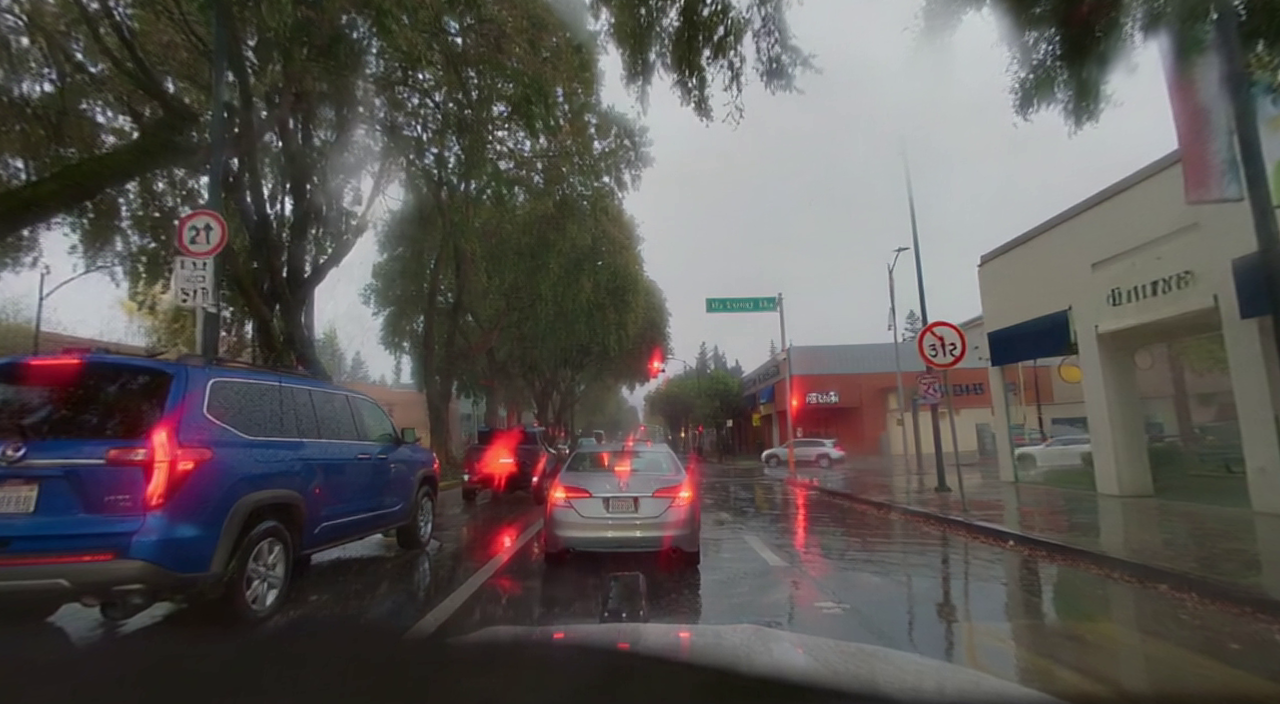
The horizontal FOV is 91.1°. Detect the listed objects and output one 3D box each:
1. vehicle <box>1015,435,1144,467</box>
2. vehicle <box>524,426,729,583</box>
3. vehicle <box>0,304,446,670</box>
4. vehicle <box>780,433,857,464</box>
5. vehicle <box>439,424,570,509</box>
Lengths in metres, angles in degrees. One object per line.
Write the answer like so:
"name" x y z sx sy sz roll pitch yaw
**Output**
"vehicle" 21.439 4.854 30.896 4.809 1.476 1.845 -4 -9 23
"vehicle" -0.159 1.780 8.179 1.966 1.481 4.146 0 -8 -1
"vehicle" -3.811 1.129 6.219 2.152 2.118 5.066 0 -8 0
"vehicle" 10.229 5.577 36.288 4.116 1.719 2.069 -2 -9 12
"vehicle" -2.925 2.593 14.594 2.047 1.664 4.148 0 -8 1
